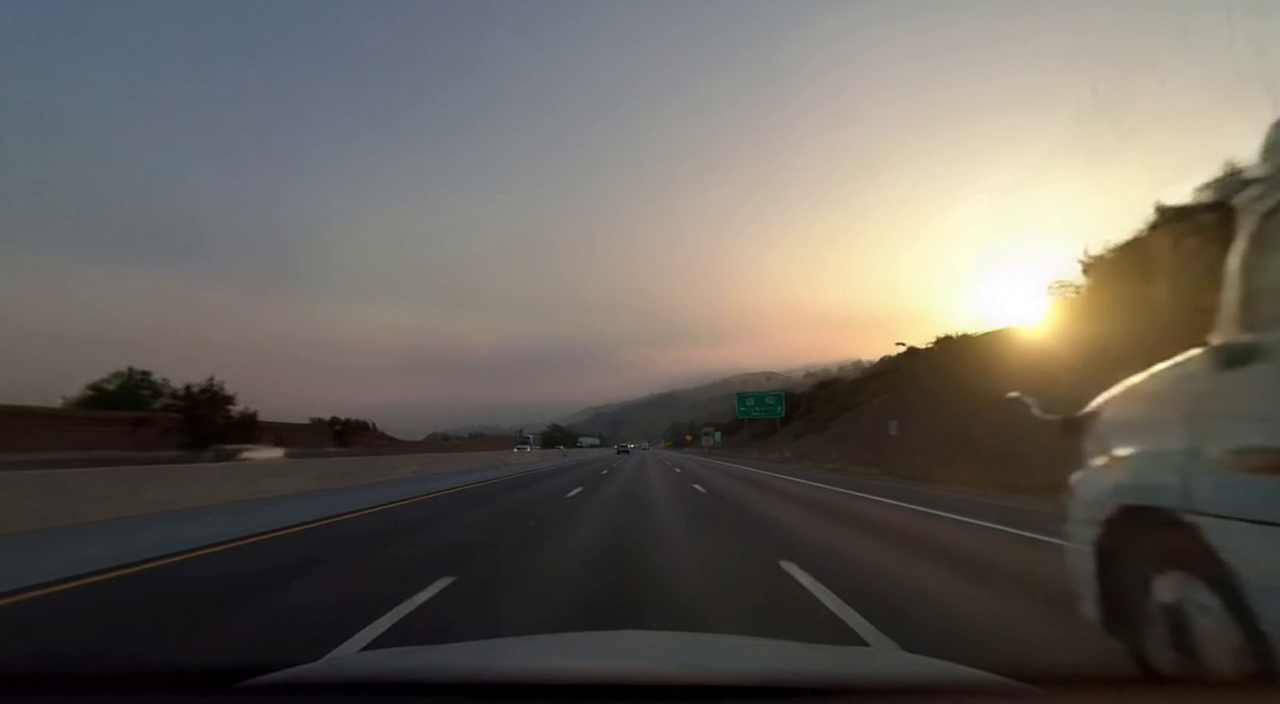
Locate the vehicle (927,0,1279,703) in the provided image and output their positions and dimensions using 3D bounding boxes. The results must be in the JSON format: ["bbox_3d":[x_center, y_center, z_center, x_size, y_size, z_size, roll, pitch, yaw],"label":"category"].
[{"bbox_3d":[3.701,-0.434,1.381,3.079,3.852,6.223,0,-8,0],"label":"vehicle"}]

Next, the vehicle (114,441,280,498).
[{"bbox_3d":[-15.115,3.985,21.920,2.077,1.717,4.911,0,-8,1],"label":"vehicle"}]
